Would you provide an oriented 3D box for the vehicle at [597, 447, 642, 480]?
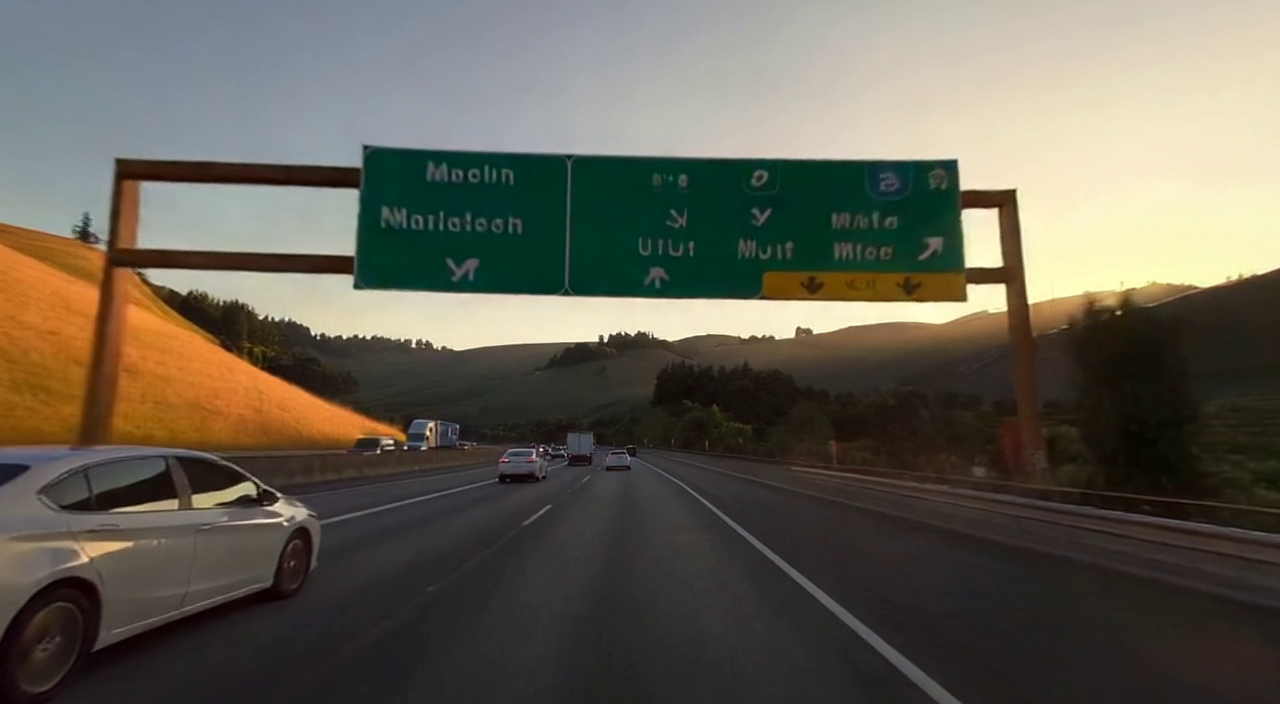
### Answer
[{"bbox_3d":[-0.969,5.238,29.854,1.988,1.440,4.201,0,-9,-2],"label":"vehicle"}]

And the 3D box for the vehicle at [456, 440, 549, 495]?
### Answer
[{"bbox_3d":[-4.403,3.784,20.997,2.208,1.619,4.162,0,-9,-1],"label":"vehicle"}]

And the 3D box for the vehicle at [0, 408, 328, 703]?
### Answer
[{"bbox_3d":[-3.853,1.161,3.807,1.892,1.492,3.940,0,-9,0],"label":"vehicle"}]

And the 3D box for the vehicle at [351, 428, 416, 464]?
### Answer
[{"bbox_3d":[-19.943,7.360,49.416,2.503,2.619,6.826,0,-9,-3],"label":"vehicle"}]

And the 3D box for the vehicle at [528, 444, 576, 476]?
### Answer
[{"bbox_3d":[-4.777,5.913,34.798,2.118,1.624,4.032,0,-9,-1],"label":"vehicle"}]
